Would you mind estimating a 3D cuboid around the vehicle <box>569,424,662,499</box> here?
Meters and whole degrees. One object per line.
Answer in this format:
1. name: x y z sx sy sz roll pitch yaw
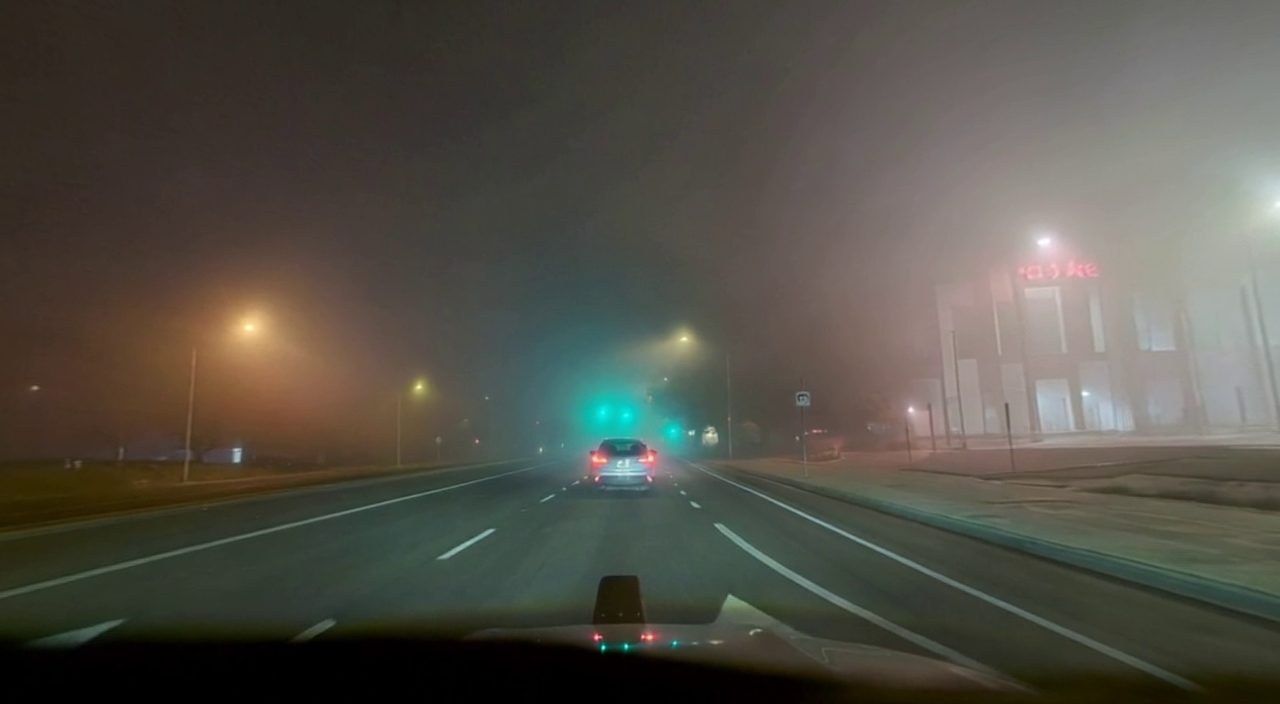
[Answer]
1. vehicle: -0.553 2.816 16.630 2.130 1.711 4.038 0 -8 0
